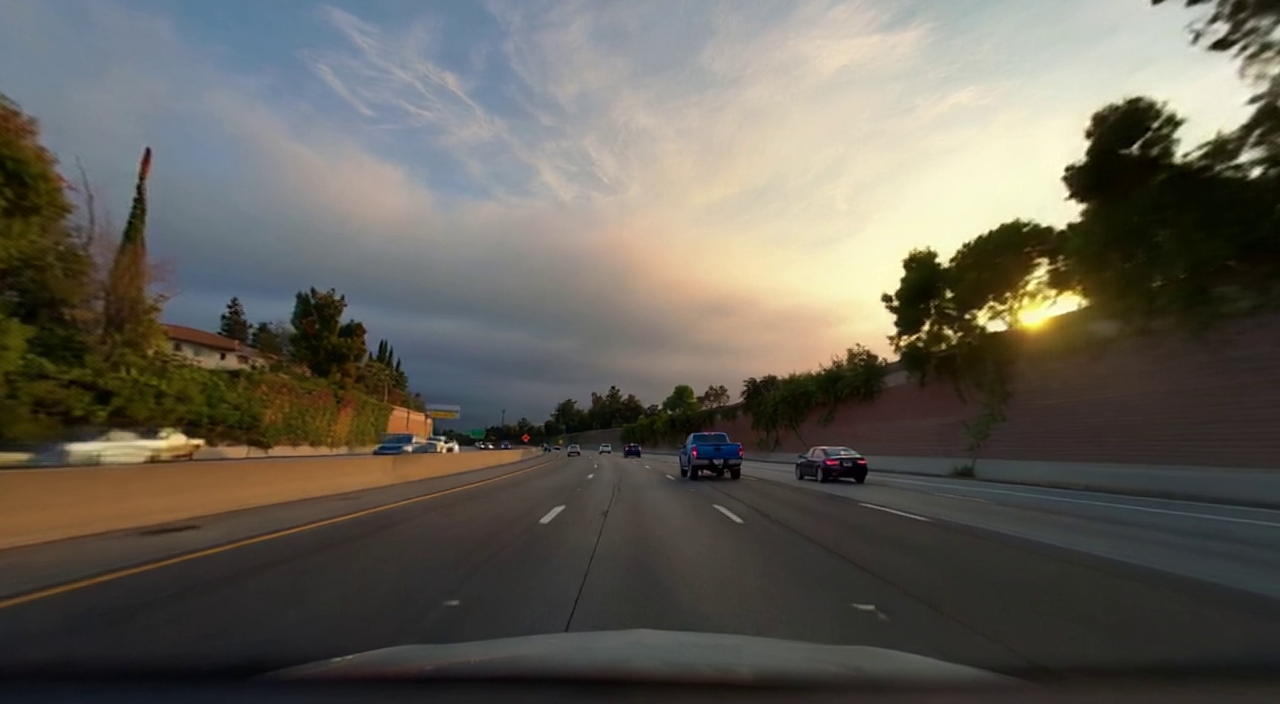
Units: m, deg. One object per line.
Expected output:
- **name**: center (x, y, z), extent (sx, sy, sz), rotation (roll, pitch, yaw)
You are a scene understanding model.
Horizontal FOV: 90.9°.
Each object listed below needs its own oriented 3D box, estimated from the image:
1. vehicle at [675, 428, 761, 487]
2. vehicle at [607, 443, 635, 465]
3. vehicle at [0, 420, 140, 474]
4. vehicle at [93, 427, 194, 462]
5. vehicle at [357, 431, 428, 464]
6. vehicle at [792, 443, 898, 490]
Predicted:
- **vehicle**: center (2.794, 3.983, 24.172), extent (2.374, 1.952, 5.431), rotation (0, -8, -2)
- **vehicle**: center (-1.537, 7.919, 49.115), extent (2.050, 1.607, 3.821), rotation (0, -8, -4)
- **vehicle**: center (-22.220, 3.665, 24.354), extent (2.101, 1.868, 4.631), rotation (0, -8, -2)
- **vehicle**: center (-32.599, 6.112, 41.659), extent (2.194, 2.133, 5.403), rotation (0, -8, 1)
- **vehicle**: center (-15.234, 5.940, 39.297), extent (2.330, 1.837, 5.815), rotation (0, -8, -3)
- **vehicle**: center (7.193, 4.058, 22.808), extent (1.976, 1.485, 4.925), rotation (0, -8, -3)
